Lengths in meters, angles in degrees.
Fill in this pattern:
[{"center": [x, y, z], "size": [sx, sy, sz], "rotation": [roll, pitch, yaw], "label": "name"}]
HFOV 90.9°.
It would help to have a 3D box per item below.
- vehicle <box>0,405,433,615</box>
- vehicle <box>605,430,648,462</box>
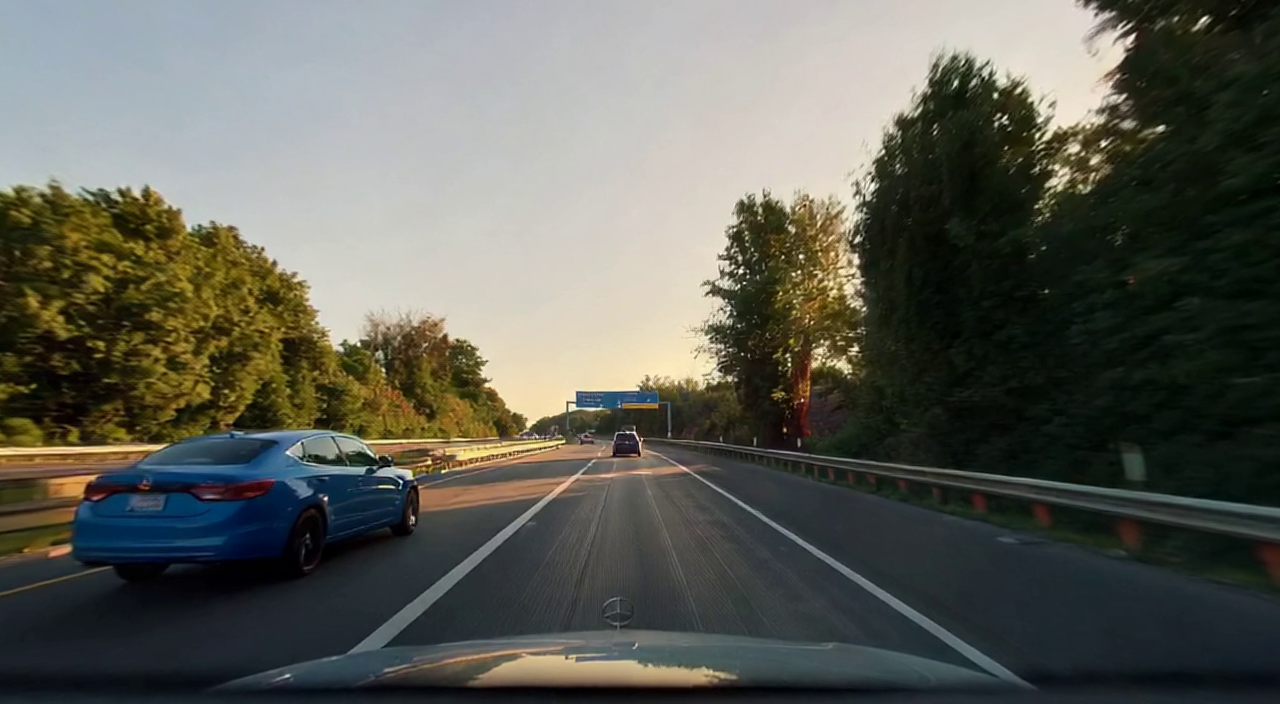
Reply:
[{"center": [-3.917, 1.435, 6.776], "size": [1.975, 1.518, 4.242], "rotation": [0, -8, -1], "label": "vehicle"}, {"center": [-0.742, 5.102, 34.521], "size": [2.162, 1.616, 4.242], "rotation": [0, -8, -1], "label": "vehicle"}]
